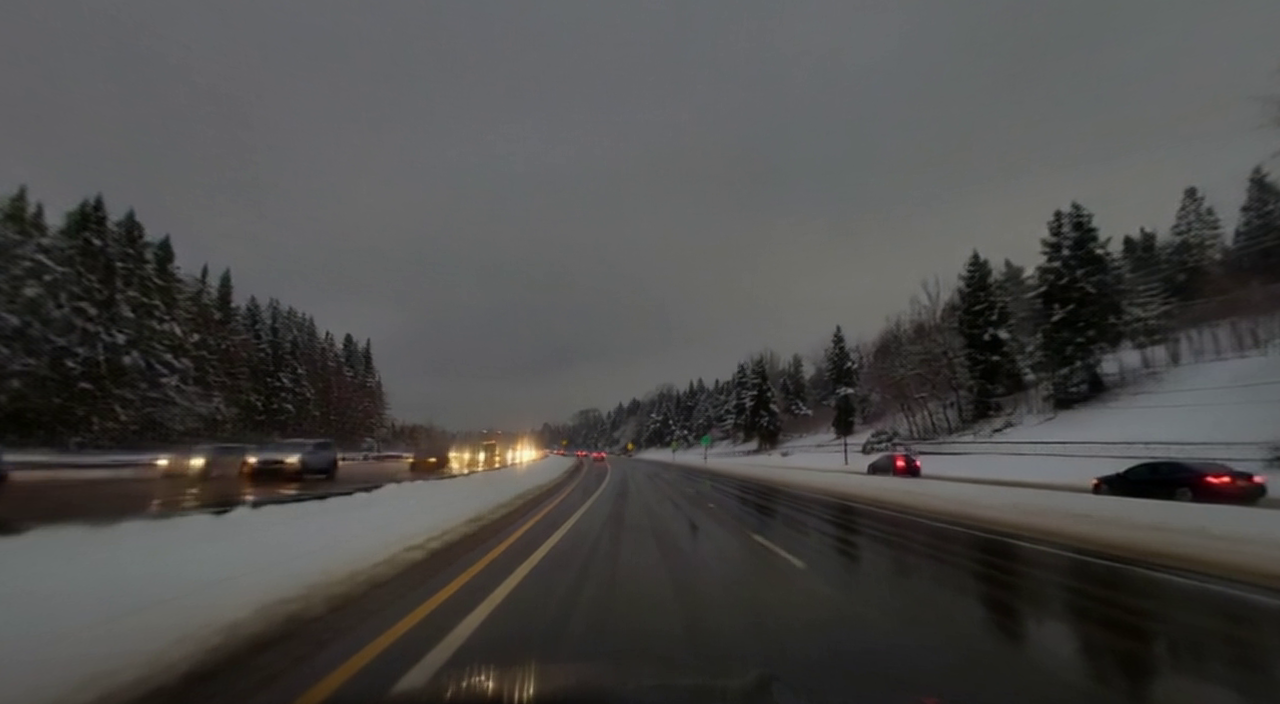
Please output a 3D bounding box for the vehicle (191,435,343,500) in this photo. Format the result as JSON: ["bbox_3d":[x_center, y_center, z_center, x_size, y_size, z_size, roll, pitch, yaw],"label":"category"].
[{"bbox_3d":[-9.803,3.055,16.872,1.832,1.507,3.859,0,-9,-3],"label":"vehicle"}]

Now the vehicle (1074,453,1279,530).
[{"bbox_3d":[13.345,3.281,15.412,1.941,1.536,4.585,0,-9,-1],"label":"vehicle"}]

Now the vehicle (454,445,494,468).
[{"bbox_3d":[-11.852,7.468,44.884,1.924,1.579,4.165,0,-9,-3],"label":"vehicle"}]

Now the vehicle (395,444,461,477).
[{"bbox_3d":[-10.775,5.546,32.281,1.946,1.519,4.791,0,-9,-3],"label":"vehicle"}]

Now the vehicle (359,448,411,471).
[{"bbox_3d":[-17.450,7.368,43.151,1.872,1.472,4.677,0,-9,-4],"label":"vehicle"}]
